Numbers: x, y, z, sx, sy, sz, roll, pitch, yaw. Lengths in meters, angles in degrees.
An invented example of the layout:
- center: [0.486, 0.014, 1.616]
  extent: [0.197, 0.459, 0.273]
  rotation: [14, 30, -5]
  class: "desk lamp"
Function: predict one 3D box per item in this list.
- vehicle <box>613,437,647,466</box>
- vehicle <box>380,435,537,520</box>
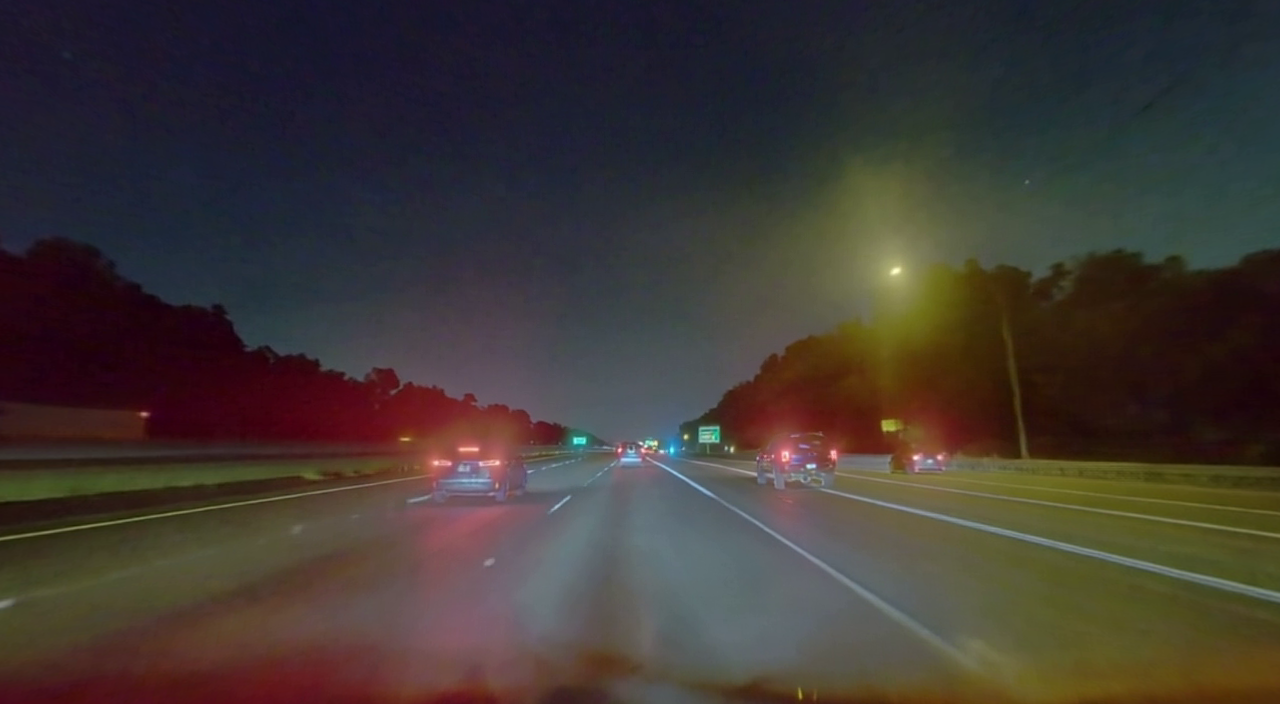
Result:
- center: [-0.734, 6.956, 44.355]
  extent: [2.269, 1.924, 4.596]
  rotation: [0, -8, -1]
  class: "vehicle"
- center: [-3.810, 2.713, 14.370]
  extent: [2.140, 1.574, 4.946]
  rotation: [0, -8, 0]
  class: "vehicle"
